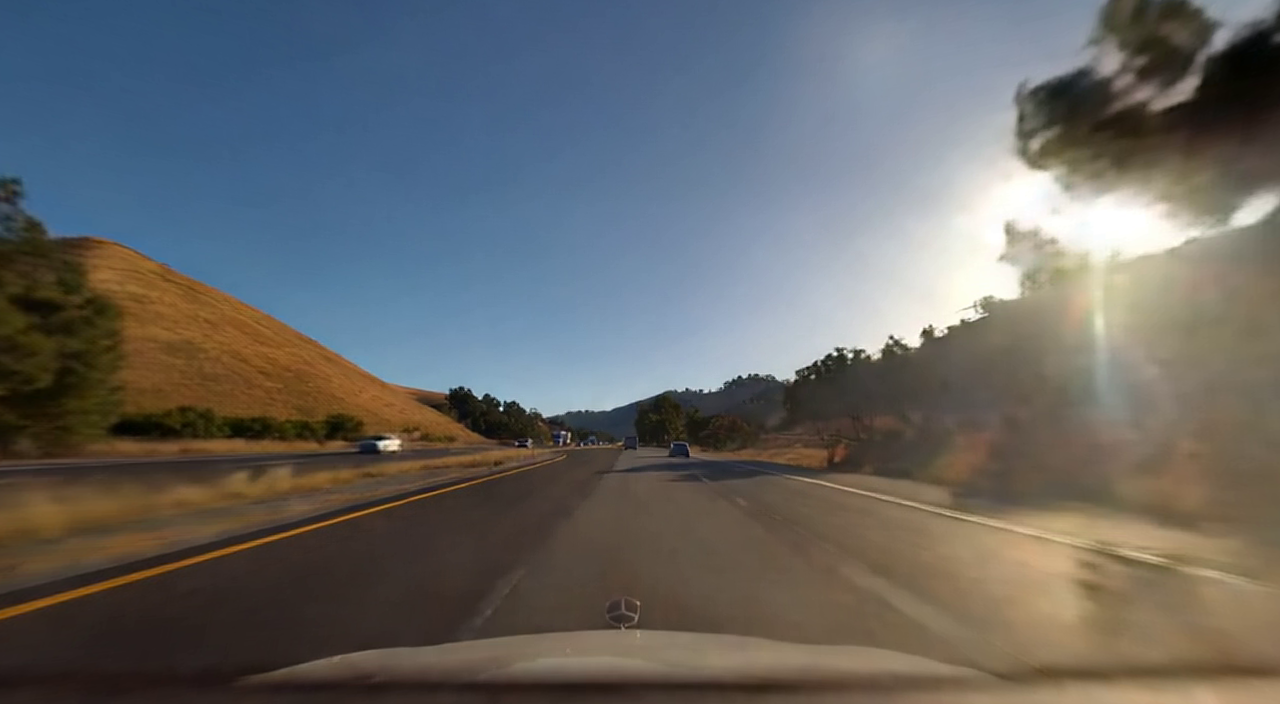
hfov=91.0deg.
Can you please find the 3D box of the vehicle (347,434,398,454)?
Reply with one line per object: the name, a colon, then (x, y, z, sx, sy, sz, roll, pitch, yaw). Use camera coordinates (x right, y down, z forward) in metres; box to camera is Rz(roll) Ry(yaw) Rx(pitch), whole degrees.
vehicle: (-21.131, 7.273, 49.860, 1.999, 1.472, 4.598, 0, -8, 0)
